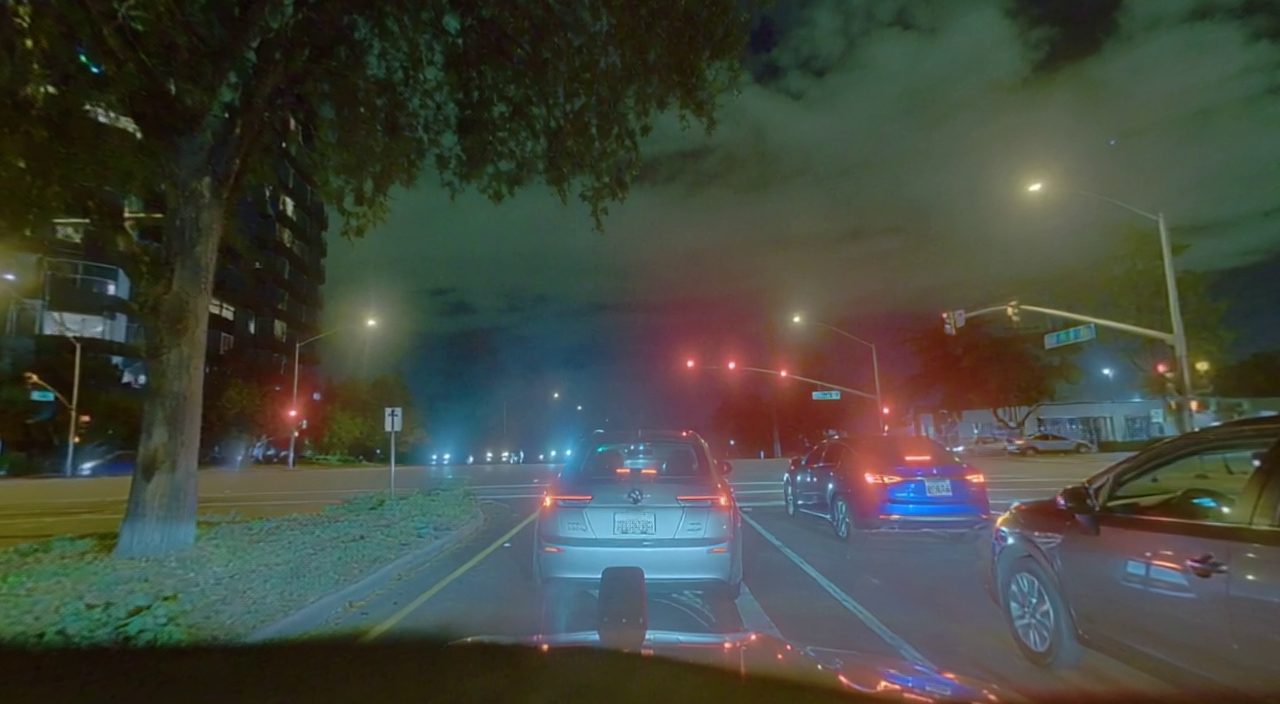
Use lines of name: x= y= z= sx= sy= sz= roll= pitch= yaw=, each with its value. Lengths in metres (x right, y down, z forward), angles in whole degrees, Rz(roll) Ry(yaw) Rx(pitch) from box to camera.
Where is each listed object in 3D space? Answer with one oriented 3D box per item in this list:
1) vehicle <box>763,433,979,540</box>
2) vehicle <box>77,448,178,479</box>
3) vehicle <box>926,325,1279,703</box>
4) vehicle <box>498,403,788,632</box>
vehicle: x=3.725 y=2.260 z=11.297 sx=2.054 sy=1.482 sz=4.654 roll=0 pitch=-9 yaw=-1
vehicle: x=-36.510 y=7.939 z=45.164 sx=5.321 sy=2.089 sz=2.177 roll=6 pitch=-11 yaw=-34
vehicle: x=3.751 y=0.932 z=3.436 sx=2.162 sy=1.829 sz=4.519 roll=0 pitch=-9 yaw=-1
vehicle: x=0.003 y=1.476 z=6.510 sx=2.074 sy=1.631 sz=3.793 roll=0 pitch=-9 yaw=-1
